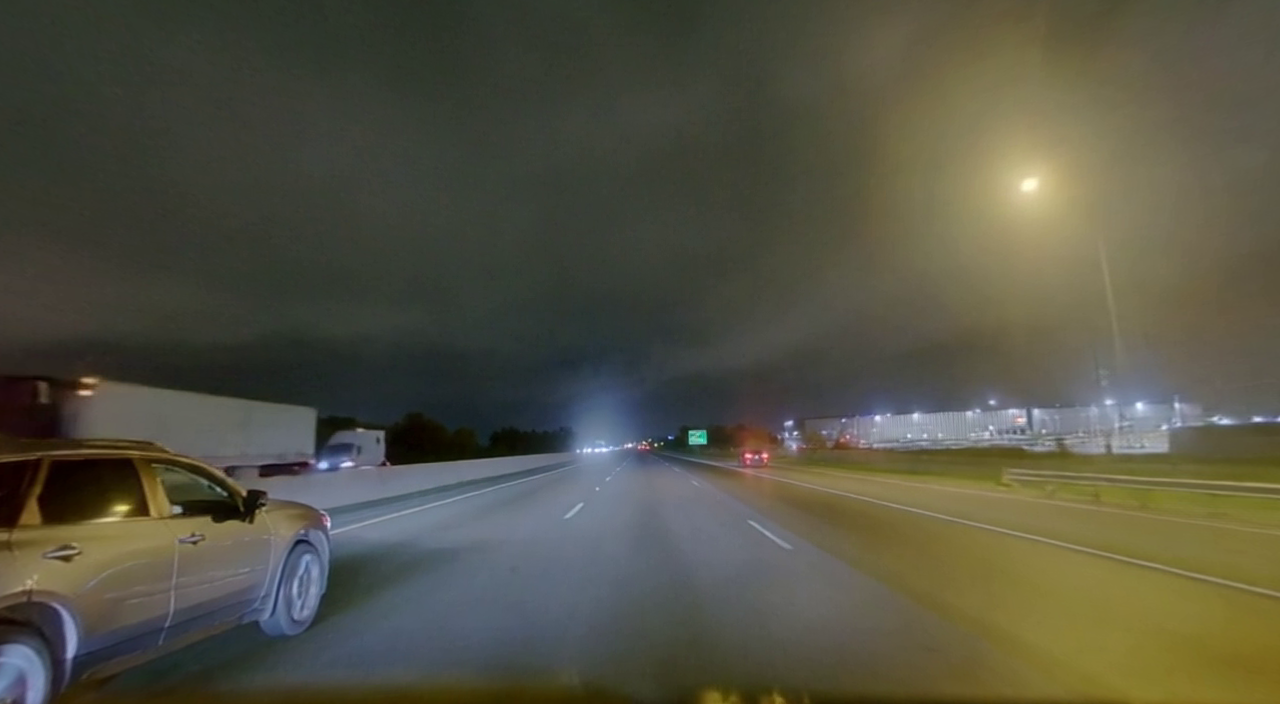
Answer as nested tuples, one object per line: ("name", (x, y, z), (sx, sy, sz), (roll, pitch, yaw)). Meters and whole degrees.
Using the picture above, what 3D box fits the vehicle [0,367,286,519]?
("vehicle", (-18.909, 3.494, 23.686), (2.952, 4.057, 14.423), (0, -9, 0))

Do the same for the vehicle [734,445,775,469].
("vehicle", (7.448, 6.866, 41.384), (1.923, 1.516, 3.815), (0, -9, -1))

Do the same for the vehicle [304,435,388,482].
("vehicle", (-17.111, 6.222, 37.106), (2.352, 2.506, 5.861), (0, -9, -3))
